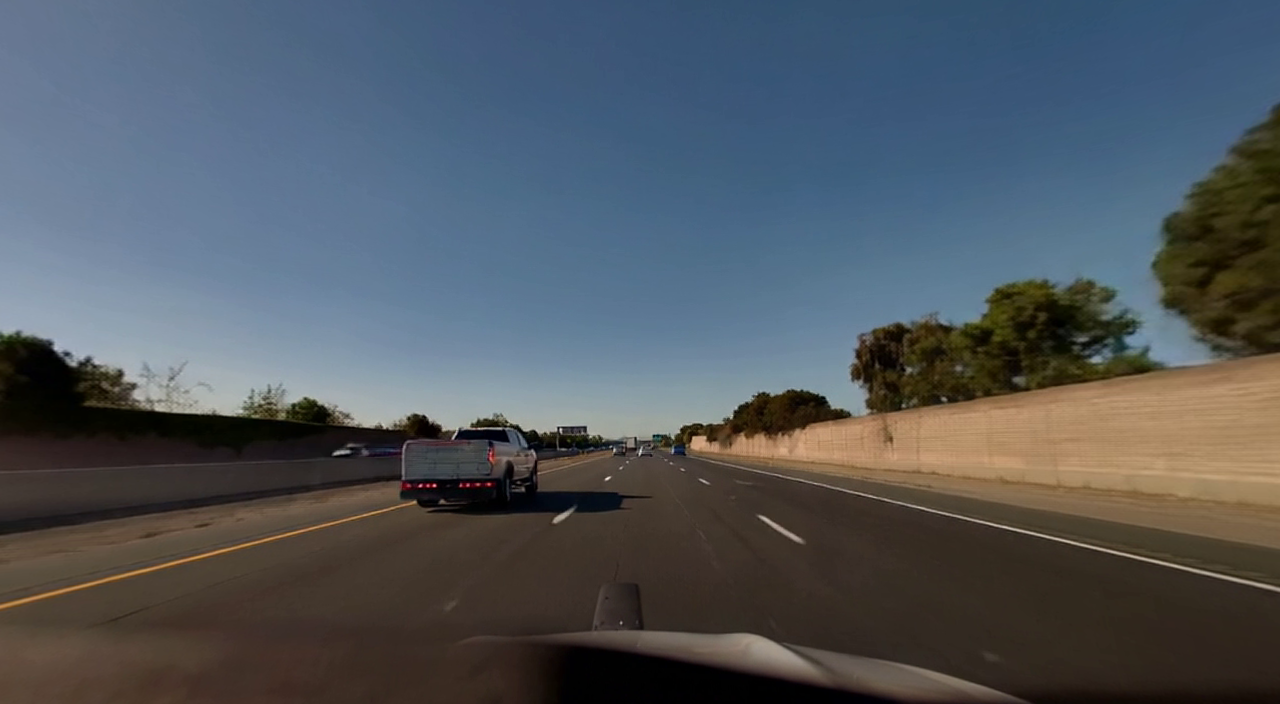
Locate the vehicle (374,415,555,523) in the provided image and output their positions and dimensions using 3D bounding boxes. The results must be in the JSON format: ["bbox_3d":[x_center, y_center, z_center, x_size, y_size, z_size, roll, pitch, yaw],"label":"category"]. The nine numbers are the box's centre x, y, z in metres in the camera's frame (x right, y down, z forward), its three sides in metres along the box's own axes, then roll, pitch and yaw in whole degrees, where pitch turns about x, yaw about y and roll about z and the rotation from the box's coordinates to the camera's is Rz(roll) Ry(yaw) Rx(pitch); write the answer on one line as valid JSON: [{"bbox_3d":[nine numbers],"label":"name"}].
[{"bbox_3d":[-3.540,2.508,14.150,2.379,1.918,5.504,0,-8,1],"label":"vehicle"}]
